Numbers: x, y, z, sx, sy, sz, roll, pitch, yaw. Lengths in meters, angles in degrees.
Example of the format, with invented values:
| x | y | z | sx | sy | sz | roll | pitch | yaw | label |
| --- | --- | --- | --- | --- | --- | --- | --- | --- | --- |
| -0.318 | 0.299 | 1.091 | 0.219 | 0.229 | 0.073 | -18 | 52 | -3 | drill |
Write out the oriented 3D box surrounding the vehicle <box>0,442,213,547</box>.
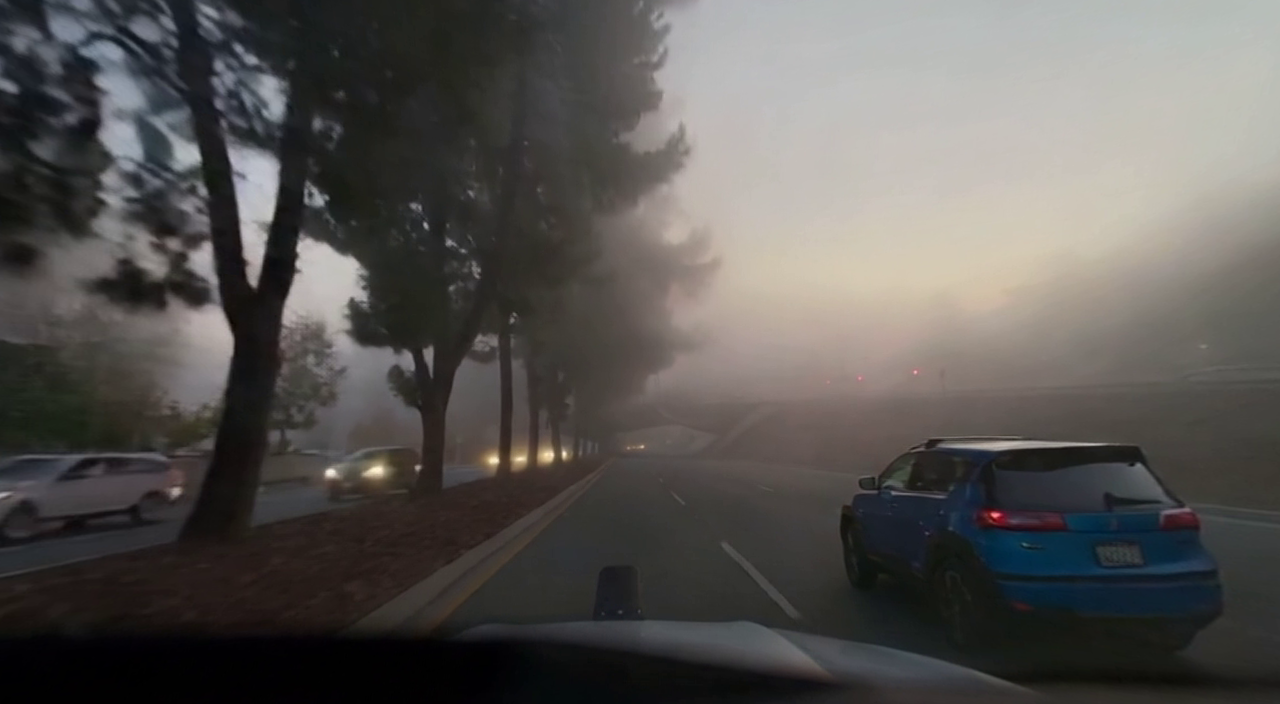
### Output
| x | y | z | sx | sy | sz | roll | pitch | yaw | label |
| --- | --- | --- | --- | --- | --- | --- | --- | --- | --- |
| -11.708 | 2.831 | 13.278 | 2.123 | 1.769 | 4.886 | -1 | -9 | -1 | vehicle |

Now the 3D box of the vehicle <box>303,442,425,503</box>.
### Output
| x | y | z | sx | sy | sz | roll | pitch | yaw | label |
| --- | --- | --- | --- | --- | --- | --- | --- | --- | --- |
| -8.581 | 3.777 | 20.164 | 2.017 | 1.666 | 4.293 | -1 | -9 | -1 | vehicle |
